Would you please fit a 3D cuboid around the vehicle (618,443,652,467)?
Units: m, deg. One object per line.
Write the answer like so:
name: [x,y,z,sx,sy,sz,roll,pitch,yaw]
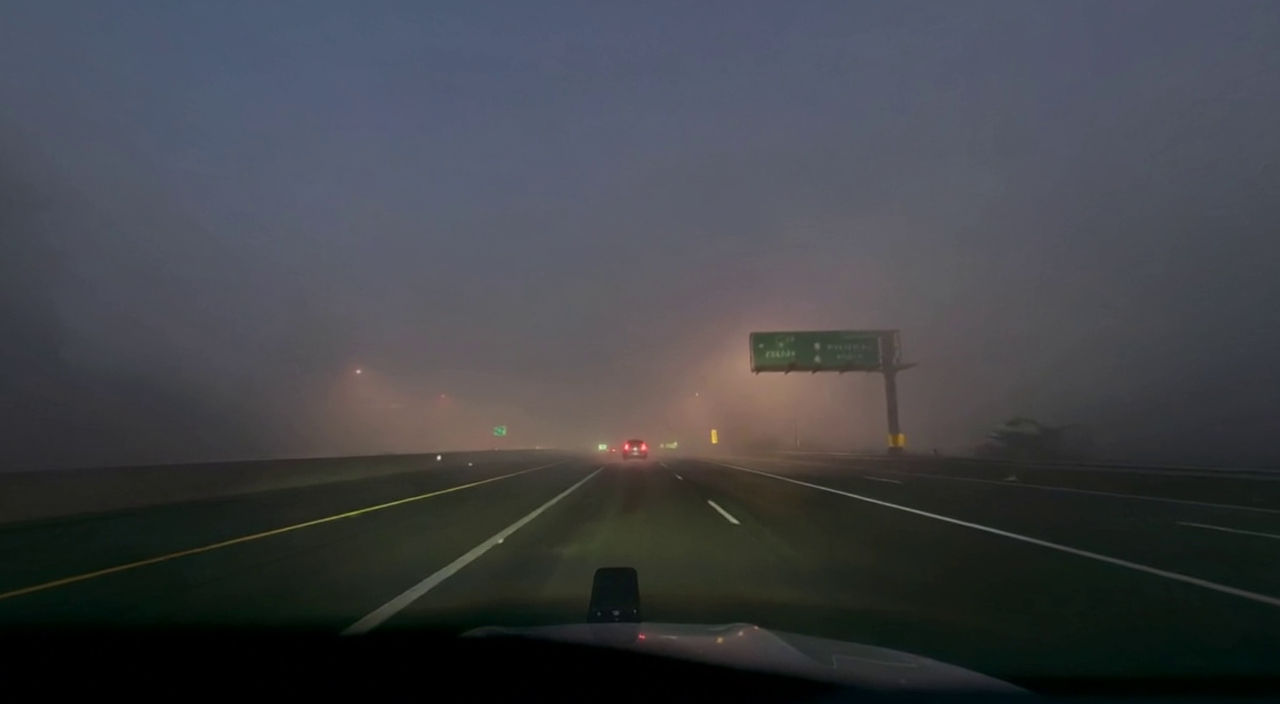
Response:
vehicle: [-0.367,6.845,42.087,2.118,1.466,4.165,0,-9,-2]
